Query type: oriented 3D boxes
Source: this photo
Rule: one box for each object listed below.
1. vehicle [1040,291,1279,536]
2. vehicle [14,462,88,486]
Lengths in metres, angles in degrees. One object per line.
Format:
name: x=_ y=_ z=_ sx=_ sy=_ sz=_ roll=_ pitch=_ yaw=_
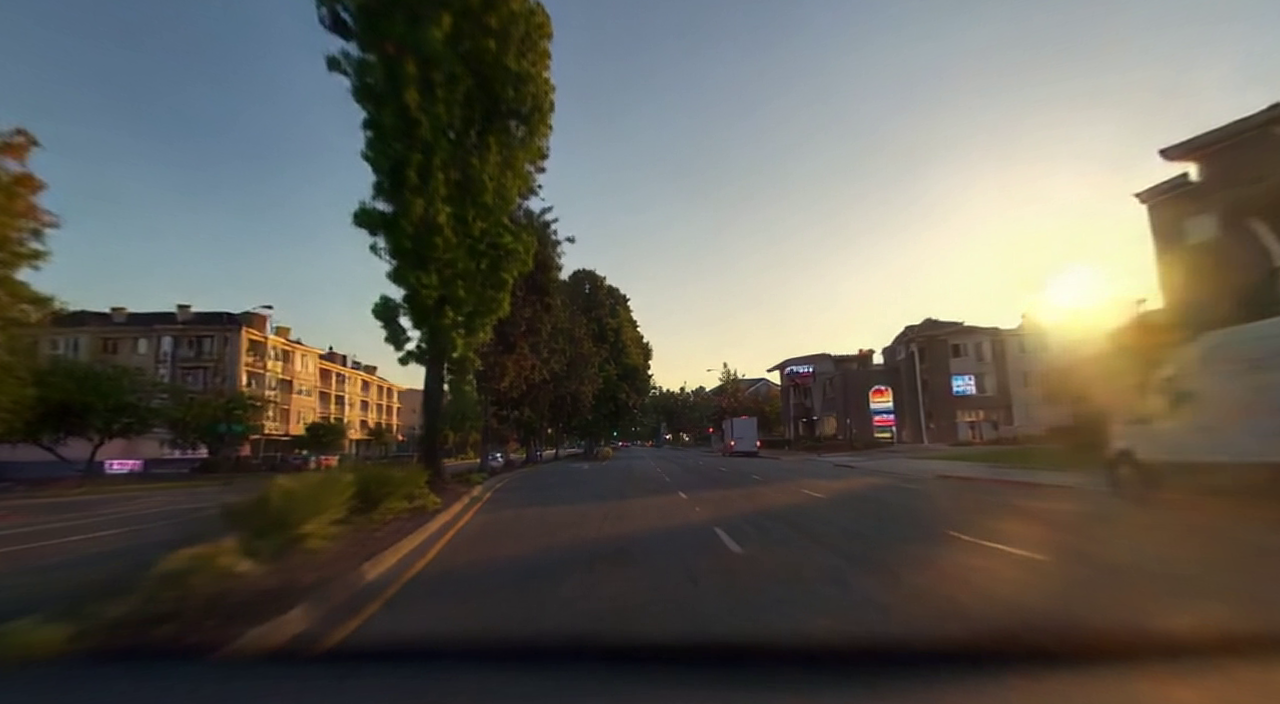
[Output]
vehicle: x=9.873 y=0.984 z=9.550 sx=2.917 sy=3.205 sz=6.985 roll=0 pitch=-8 yaw=-1
vehicle: x=-39.899 y=8.229 z=42.883 sx=1.594 sy=1.406 sz=3.445 roll=-1 pitch=-8 yaw=2
